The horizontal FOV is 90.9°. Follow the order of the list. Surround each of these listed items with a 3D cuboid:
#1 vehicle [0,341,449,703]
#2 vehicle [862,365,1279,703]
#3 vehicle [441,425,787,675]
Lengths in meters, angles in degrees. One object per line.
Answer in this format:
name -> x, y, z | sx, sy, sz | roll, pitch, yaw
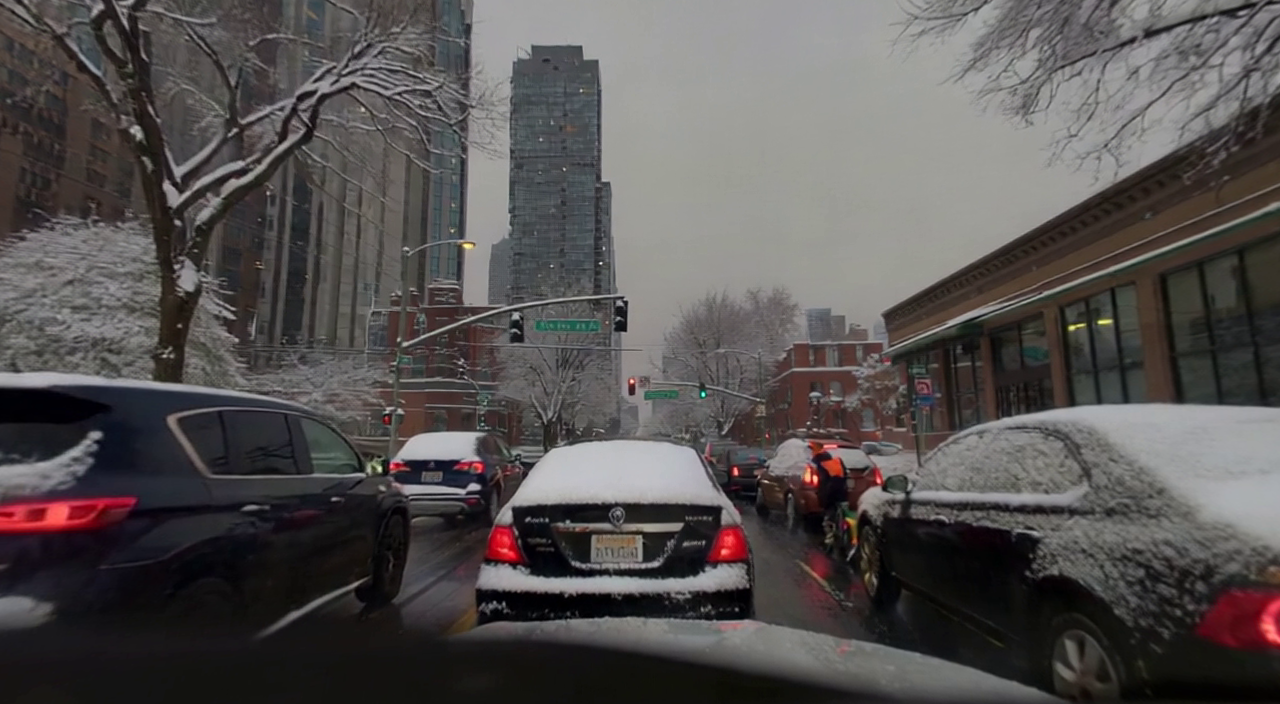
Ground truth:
vehicle -> -3.133, 1.150, 4.288 | 2.181, 1.723, 4.550 | 0, -8, 1
vehicle -> 3.339, 1.154, 4.164 | 2.179, 1.631, 4.173 | 0, -8, 0
vehicle -> -0.155, 1.450, 5.672 | 2.031, 1.461, 3.763 | 0, -8, 0
